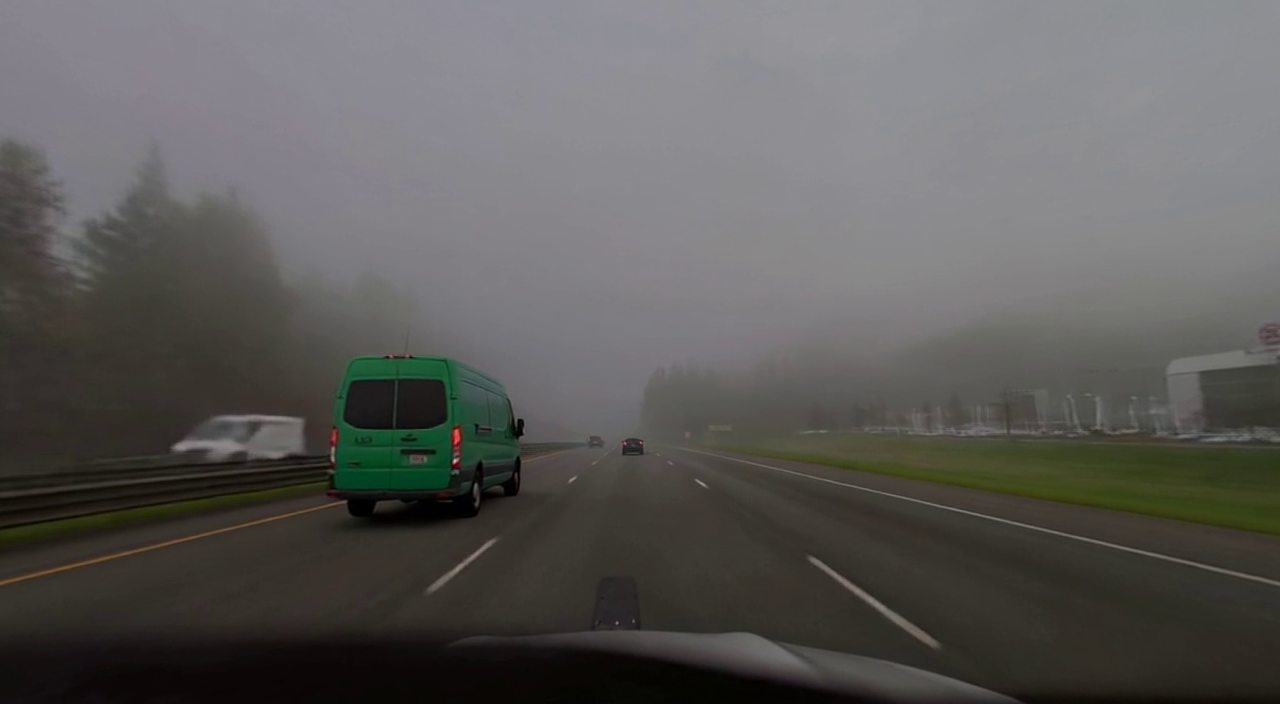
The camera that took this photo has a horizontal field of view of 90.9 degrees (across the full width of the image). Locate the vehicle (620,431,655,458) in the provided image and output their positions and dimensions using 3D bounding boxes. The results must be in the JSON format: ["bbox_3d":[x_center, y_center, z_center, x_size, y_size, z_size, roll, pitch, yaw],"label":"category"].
[{"bbox_3d":[-0.180,5.862,40.125,2.104,1.646,4.176,0,-8,-1],"label":"vehicle"}]

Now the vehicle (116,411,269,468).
[{"bbox_3d":[-12.916,2.556,18.496,1.740,1.494,3.766,0,-8,-1],"label":"vehicle"}]

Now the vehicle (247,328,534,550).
[{"bbox_3d":[-3.365,1.386,10.287,2.424,2.577,5.828,0,-8,-2],"label":"vehicle"}]
